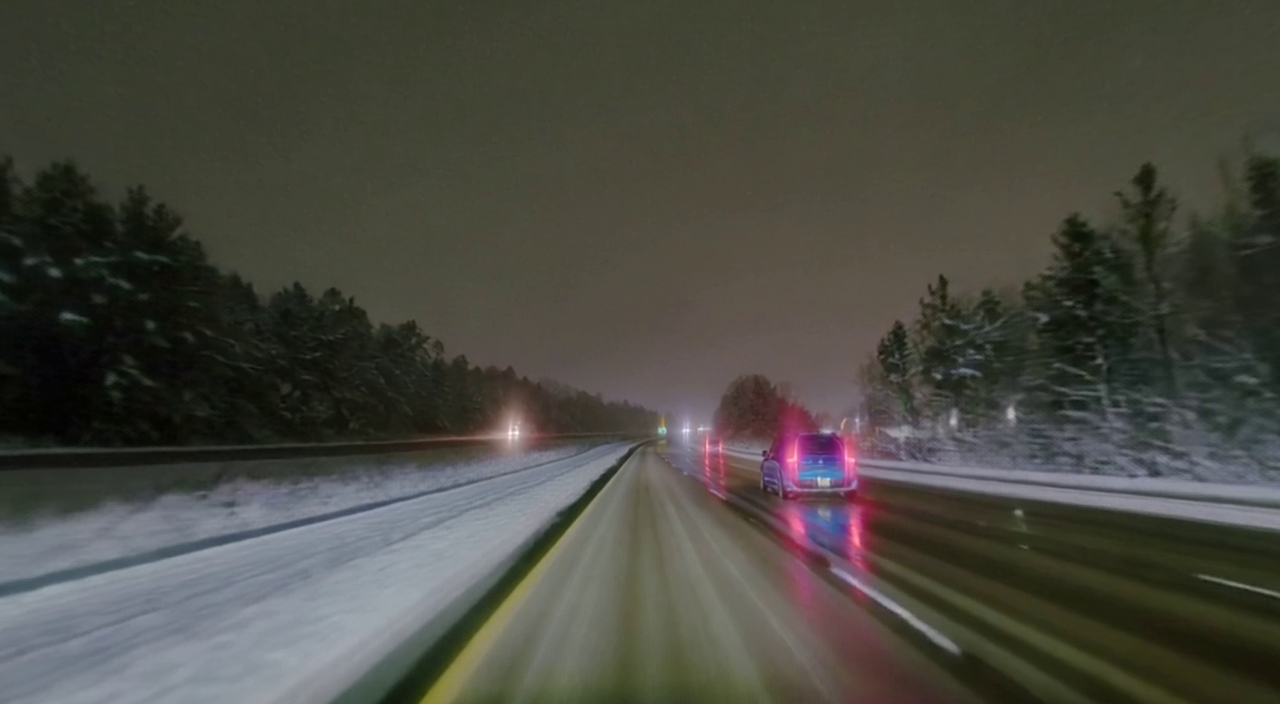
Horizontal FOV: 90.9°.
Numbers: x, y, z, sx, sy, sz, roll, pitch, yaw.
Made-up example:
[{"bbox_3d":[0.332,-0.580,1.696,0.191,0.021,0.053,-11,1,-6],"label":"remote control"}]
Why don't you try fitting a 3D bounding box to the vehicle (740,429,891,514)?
[{"bbox_3d":[3.617,2.550,13.988,2.050,1.546,4.344,0,-8,-1],"label":"vehicle"}]
